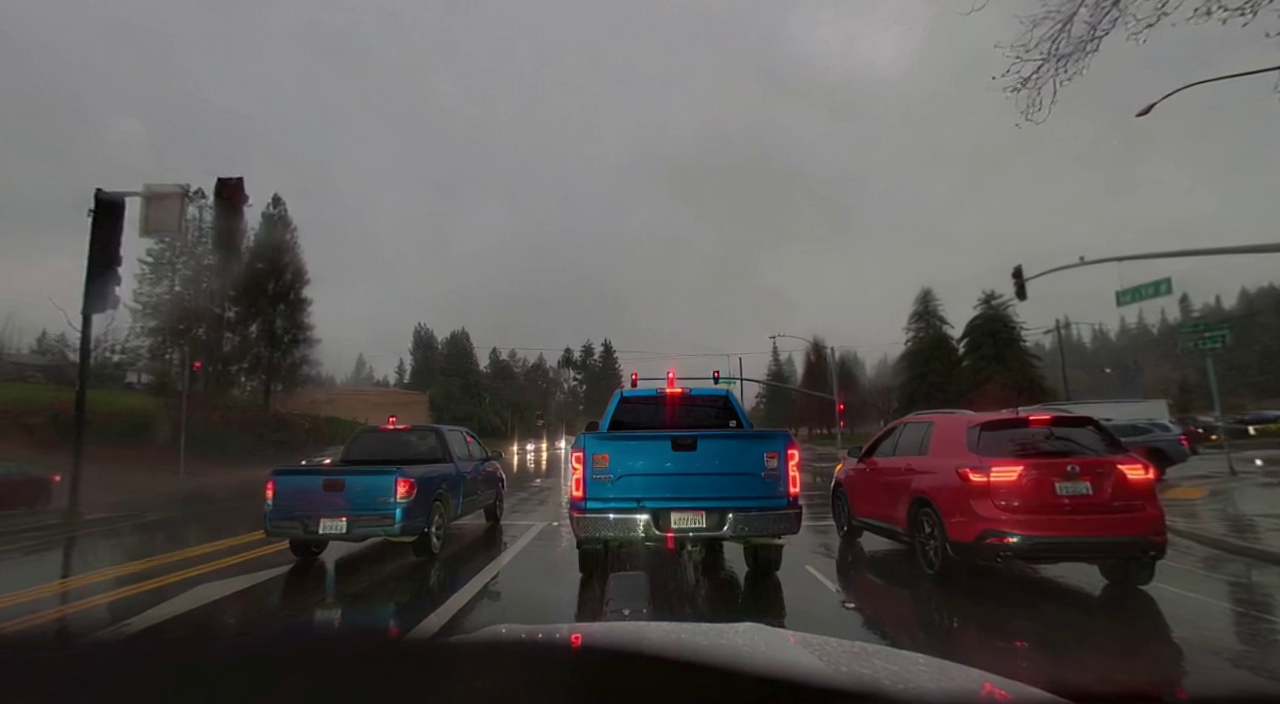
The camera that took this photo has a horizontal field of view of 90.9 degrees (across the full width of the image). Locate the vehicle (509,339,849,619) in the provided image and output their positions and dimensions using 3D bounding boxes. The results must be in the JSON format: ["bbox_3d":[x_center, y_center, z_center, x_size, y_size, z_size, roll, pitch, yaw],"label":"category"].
[{"bbox_3d":[0.330,1.277,7.154,2.505,2.084,4.768,0,-8,1],"label":"vehicle"}]

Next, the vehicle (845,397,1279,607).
[{"bbox_3d":[4.051,1.500,7.181,1.984,1.659,4.226,0,-8,0],"label":"vehicle"}]

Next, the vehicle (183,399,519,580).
[{"bbox_3d":[-3.290,1.689,8.571,2.125,1.739,4.707,0,-8,3],"label":"vehicle"}]

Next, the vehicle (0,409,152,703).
[{"bbox_3d":[-3.391,0.709,0.656,1.998,1.481,4.656,0,-8,1],"label":"vehicle"}]
